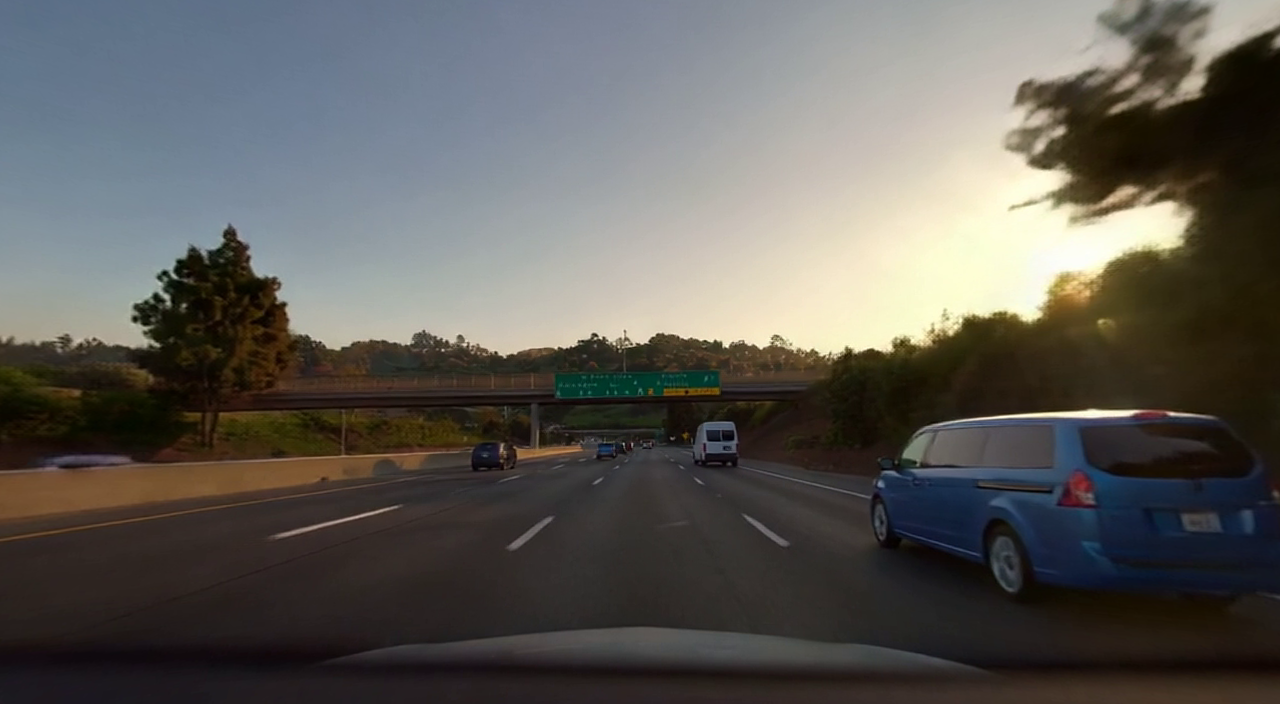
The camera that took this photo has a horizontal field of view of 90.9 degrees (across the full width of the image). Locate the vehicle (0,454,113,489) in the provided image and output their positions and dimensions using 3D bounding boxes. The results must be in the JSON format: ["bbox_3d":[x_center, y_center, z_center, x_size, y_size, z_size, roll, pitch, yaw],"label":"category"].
[{"bbox_3d":[-29.051,5.811,31.076,1.959,1.493,4.797,0,-8,0],"label":"vehicle"}]

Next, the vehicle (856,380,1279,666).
[{"bbox_3d":[3.936,1.347,6.089,2.100,1.690,4.536,0,-8,0],"label":"vehicle"}]

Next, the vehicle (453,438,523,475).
[{"bbox_3d":[-7.138,4.958,30.121,2.068,1.632,4.623,-1,-8,2],"label":"vehicle"}]

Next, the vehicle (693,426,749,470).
[{"bbox_3d":[4.372,5.298,34.841,2.347,2.234,5.352,0,-8,0],"label":"vehicle"}]
